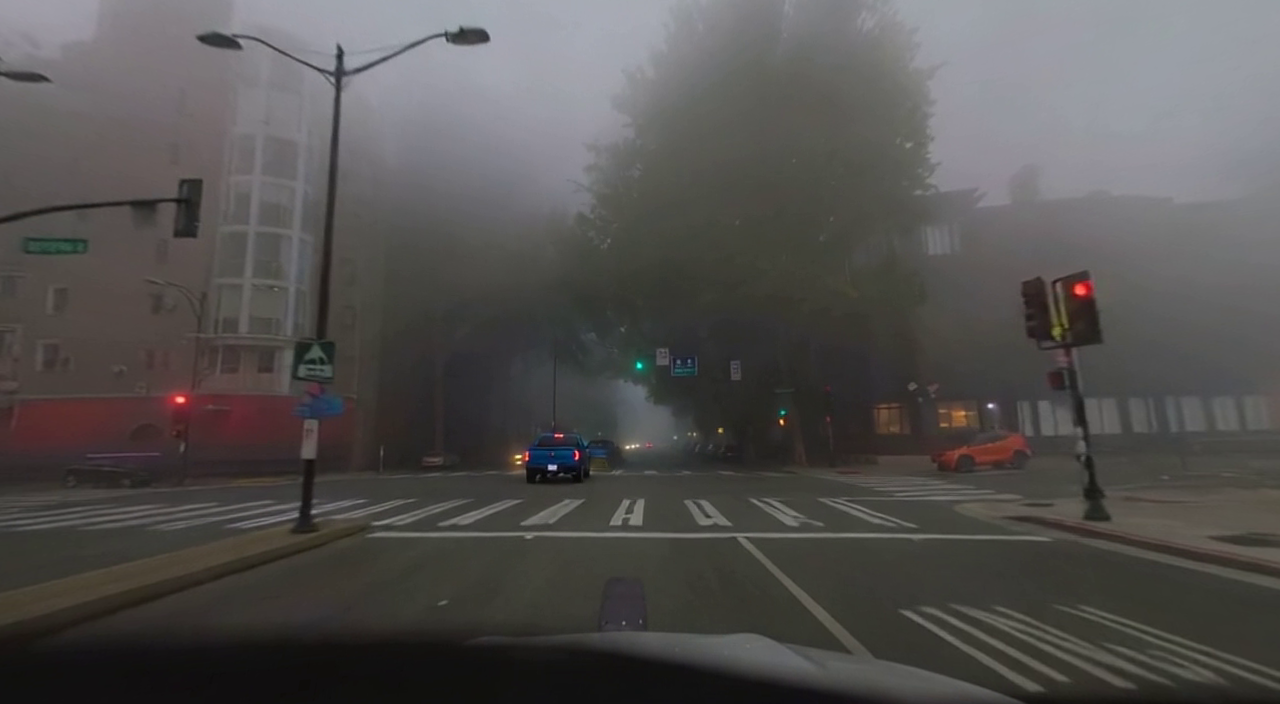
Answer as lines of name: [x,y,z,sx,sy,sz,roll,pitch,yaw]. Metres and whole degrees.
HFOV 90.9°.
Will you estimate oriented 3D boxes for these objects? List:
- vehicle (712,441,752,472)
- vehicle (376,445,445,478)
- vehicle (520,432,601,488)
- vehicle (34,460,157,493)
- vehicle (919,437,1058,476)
vehicle: [5.966,6.839,41.442,2.001,1.861,4.536,0,-9,1]
vehicle: [-16.110,7.674,44.659,2.339,1.962,6.260,-3,-8,2]
vehicle: [-2.728,3.900,23.045,2.197,1.786,5.365,0,-9,1]
vehicle: [-24.469,5.598,28.424,3.897,1.388,1.671,0,-9,-1]
vehicle: [13.980,4.198,25.497,4.447,1.484,1.928,-1,-9,2]
